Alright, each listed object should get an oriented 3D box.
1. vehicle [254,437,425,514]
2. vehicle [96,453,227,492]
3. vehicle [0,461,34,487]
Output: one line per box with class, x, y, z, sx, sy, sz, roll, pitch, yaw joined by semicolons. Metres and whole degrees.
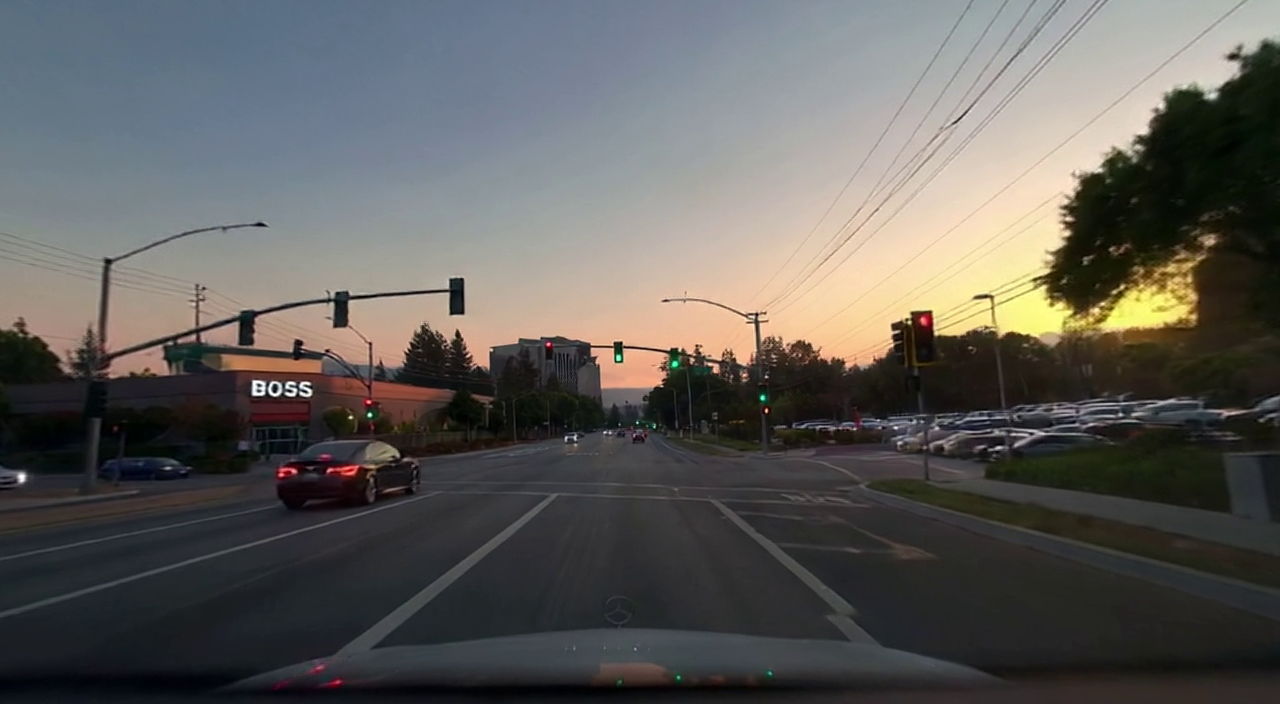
vehicle;-6.498;2.690;14.280;1.928;1.451;4.219;0;-9;-2
vehicle;-22.953;5.758;30.444;4.722;1.741;2.142;-1;-9;6
vehicle;-40.485;7.735;40.209;1.906;1.496;4.381;5;-10;-33
